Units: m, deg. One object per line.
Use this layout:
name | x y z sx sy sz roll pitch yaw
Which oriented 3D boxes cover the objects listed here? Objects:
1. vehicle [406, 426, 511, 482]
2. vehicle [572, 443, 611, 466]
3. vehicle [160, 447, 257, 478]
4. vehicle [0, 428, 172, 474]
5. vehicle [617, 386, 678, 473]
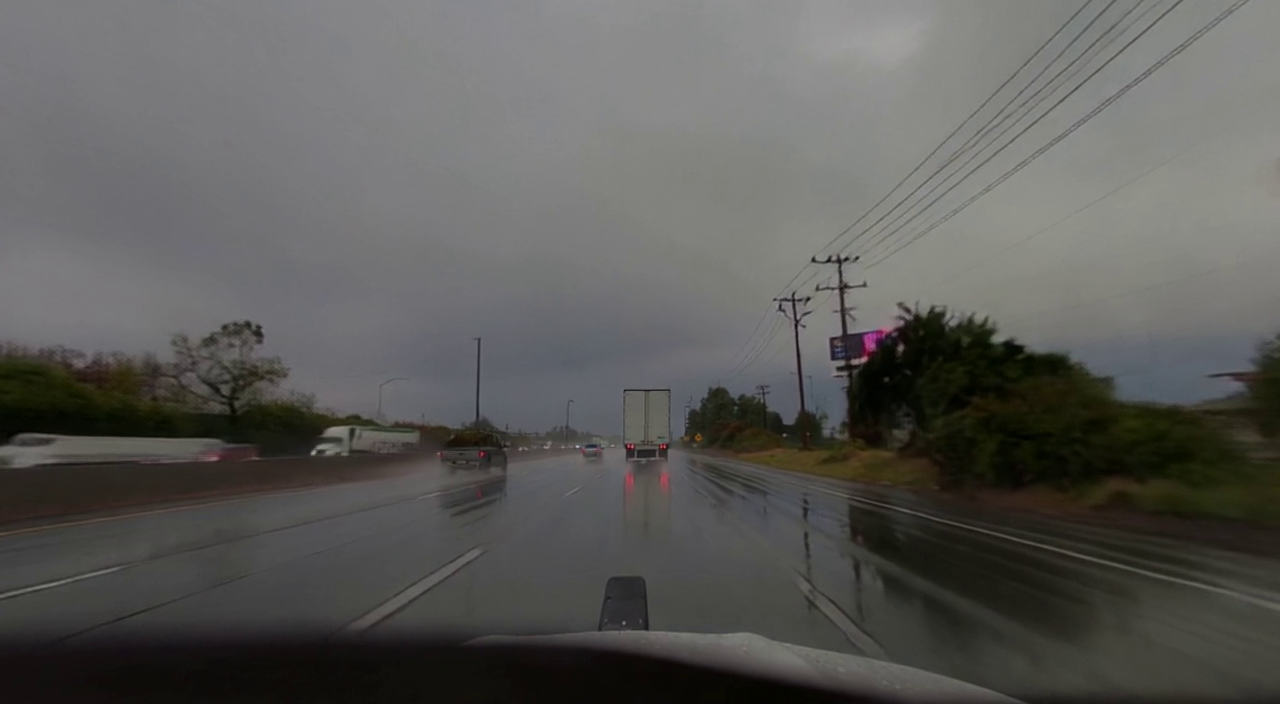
vehicle | -6.987 4.009 25.076 2.263 1.936 5.802 0 -8 2
vehicle | -3.293 7.038 43.615 2.138 1.469 4.677 -1 -8 3
vehicle | -21.850 5.562 32.160 1.732 1.442 4.458 0 -8 1
vehicle | -32.864 5.367 34.329 2.683 2.234 16.264 0 -8 0
vehicle | 0.553 4.449 35.300 2.879 4.027 11.243 0 -8 2
